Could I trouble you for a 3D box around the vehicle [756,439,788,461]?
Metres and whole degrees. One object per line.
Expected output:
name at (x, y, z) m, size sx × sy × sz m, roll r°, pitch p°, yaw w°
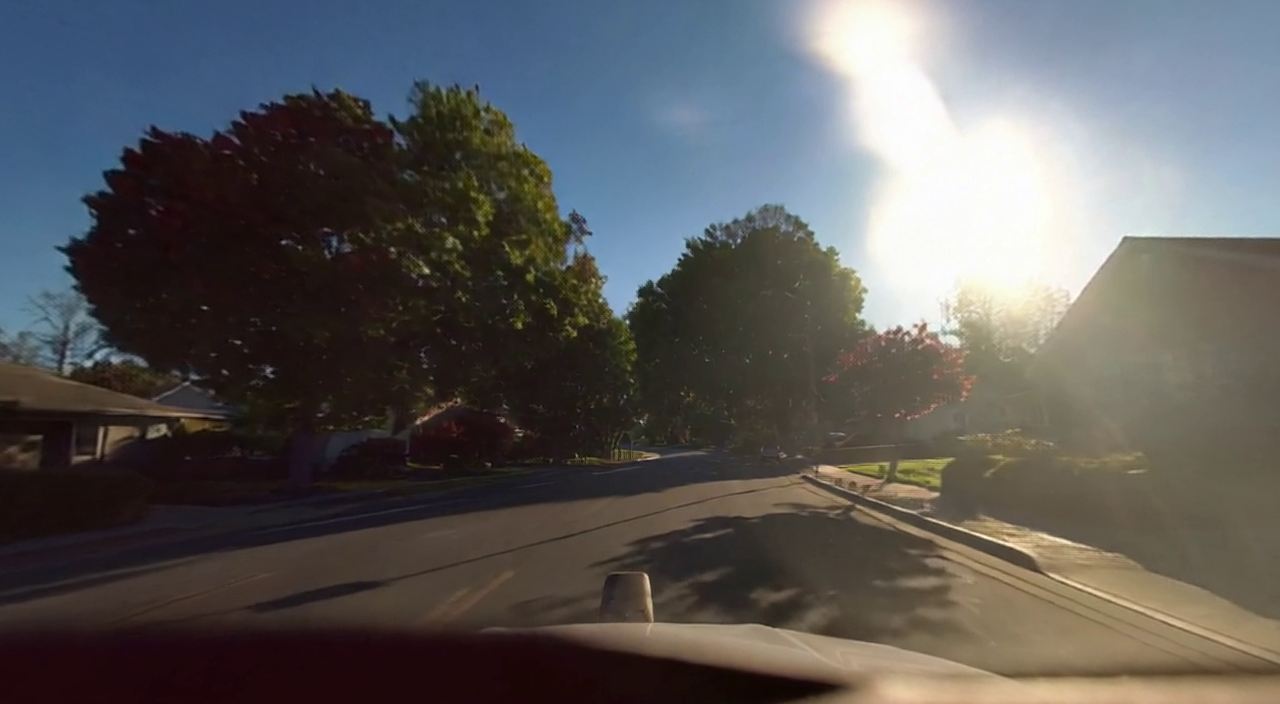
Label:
vehicle at (9.621, 7.095, 45.683) m, size 2.129 × 1.490 × 4.369 m, roll -2°, pitch -9°, yaw 12°
